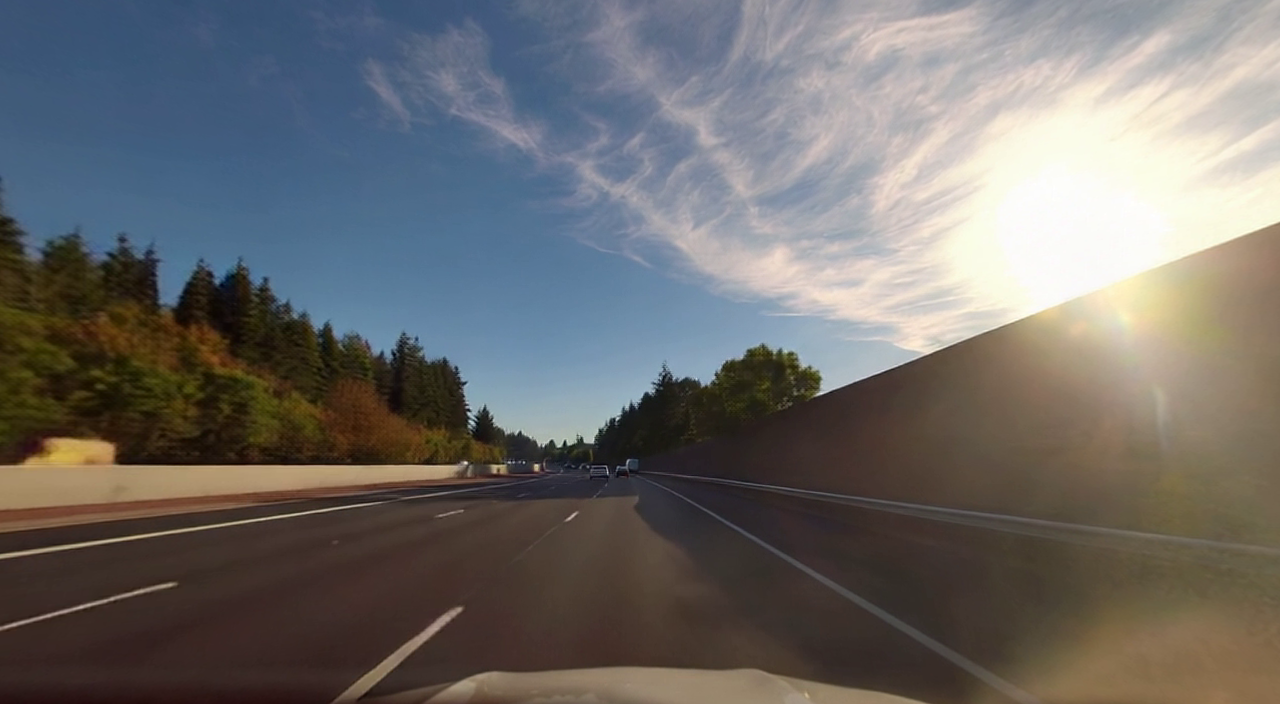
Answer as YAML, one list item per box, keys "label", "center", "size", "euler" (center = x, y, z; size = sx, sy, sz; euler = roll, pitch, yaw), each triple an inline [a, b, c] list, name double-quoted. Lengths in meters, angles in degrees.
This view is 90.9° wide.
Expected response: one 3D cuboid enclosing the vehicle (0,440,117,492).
- label: "vehicle"
  center: [-20.675, 3.861, 21.367]
  size: [1.979, 1.590, 4.456]
  euler: [1, -10, -1]
